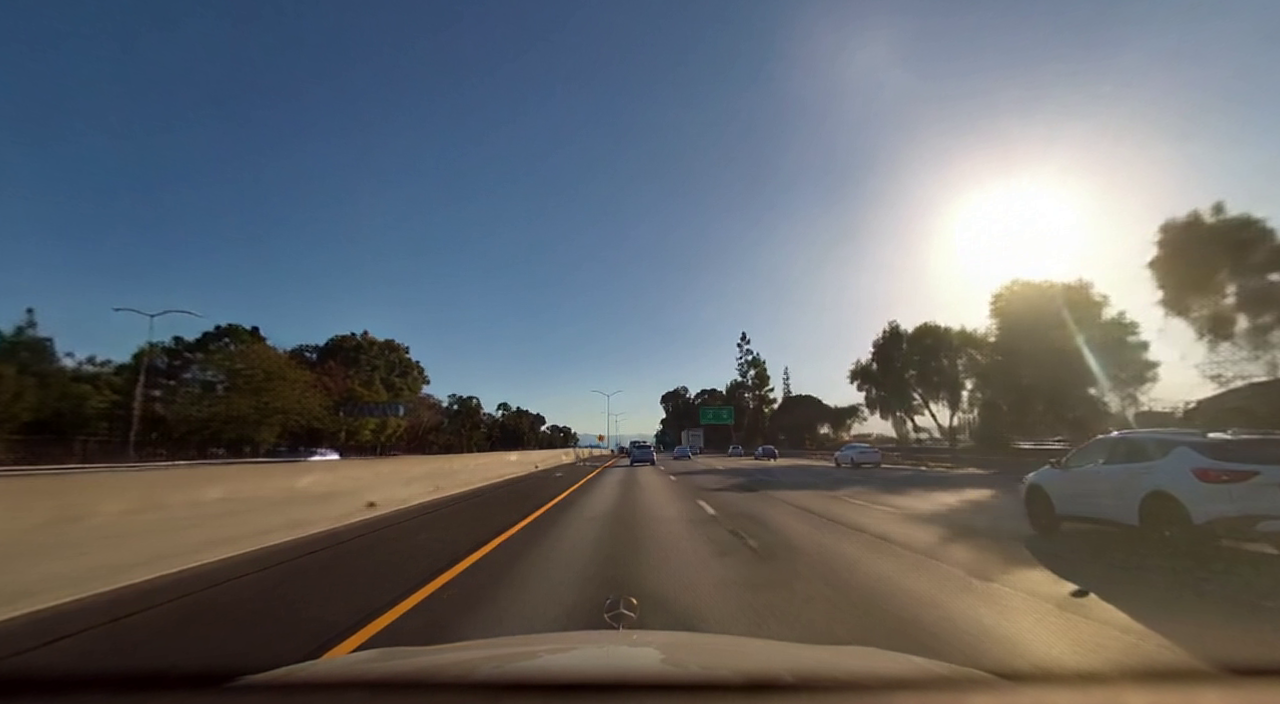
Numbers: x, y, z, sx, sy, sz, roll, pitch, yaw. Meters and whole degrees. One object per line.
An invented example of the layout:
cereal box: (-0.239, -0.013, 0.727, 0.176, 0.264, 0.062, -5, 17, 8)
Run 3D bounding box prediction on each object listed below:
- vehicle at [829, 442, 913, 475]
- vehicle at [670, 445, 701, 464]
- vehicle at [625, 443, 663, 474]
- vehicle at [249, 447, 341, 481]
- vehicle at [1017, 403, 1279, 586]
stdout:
vehicle: (10.958, 5.099, 30.401, 2.087, 1.442, 4.834, 0, -9, -1)
vehicle: (3.530, 8.050, 49.749, 1.993, 1.427, 4.204, 0, -9, -1)
vehicle: (0.167, 5.911, 35.395, 1.864, 1.566, 4.446, 0, -8, -3)
vehicle: (-17.730, 5.744, 32.794, 2.053, 1.582, 4.816, 0, -9, 0)
vehicle: (6.957, 1.579, 7.576, 2.027, 1.679, 4.543, 0, -9, 0)
